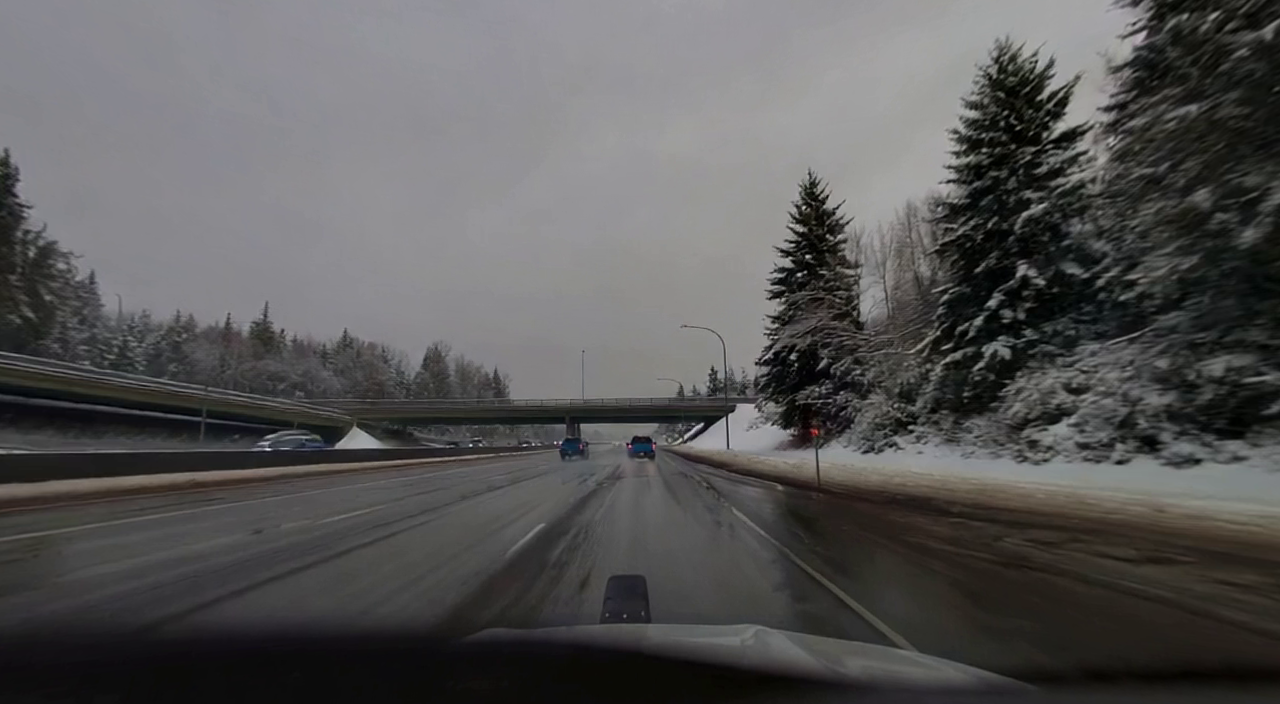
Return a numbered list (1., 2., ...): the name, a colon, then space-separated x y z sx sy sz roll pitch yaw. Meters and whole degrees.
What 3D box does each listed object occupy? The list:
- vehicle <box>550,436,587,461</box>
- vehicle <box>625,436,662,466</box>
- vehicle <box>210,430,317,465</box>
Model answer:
1. vehicle: -5.267 7.165 46.967 2.091 1.749 4.271 0 -8 2
2. vehicle: 0.229 5.869 37.609 2.010 1.637 4.940 0 -8 1
3. vehicle: -20.308 5.207 34.420 2.247 1.735 5.805 0 -8 0
